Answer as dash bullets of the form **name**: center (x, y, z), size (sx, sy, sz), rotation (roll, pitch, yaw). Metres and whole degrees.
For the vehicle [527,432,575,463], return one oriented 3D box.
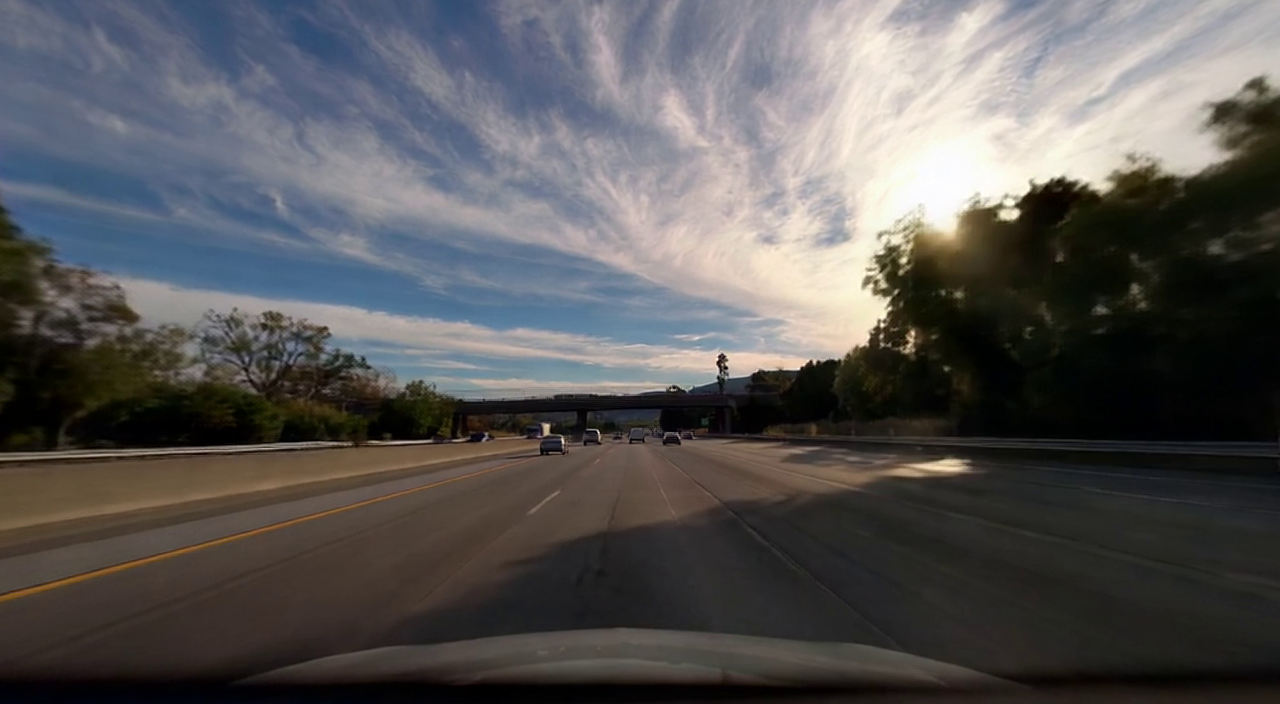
- **vehicle**: center (-4.476, 4.856, 32.237), size (1.933, 1.473, 4.023), rotation (0, -8, -1)

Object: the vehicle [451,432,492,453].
- **vehicle**: center (-13.292, 7.138, 49.979), size (1.994, 1.594, 4.817), rotation (0, -8, 0)
